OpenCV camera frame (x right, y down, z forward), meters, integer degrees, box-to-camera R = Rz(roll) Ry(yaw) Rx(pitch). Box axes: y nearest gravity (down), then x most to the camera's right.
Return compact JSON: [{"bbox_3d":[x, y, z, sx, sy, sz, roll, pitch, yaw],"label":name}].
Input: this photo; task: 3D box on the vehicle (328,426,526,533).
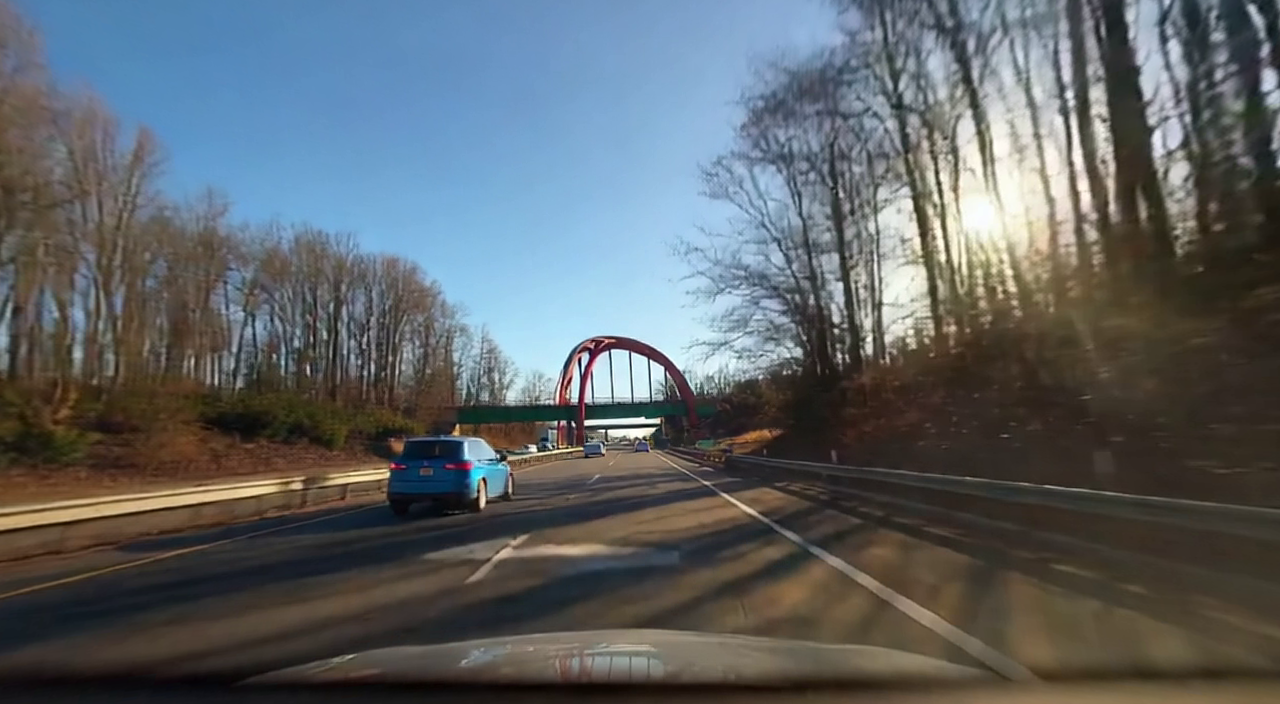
[{"bbox_3d":[-3.526,2.198,11.452,2.052,1.556,4.405,0,-8,0],"label":"vehicle"}]
